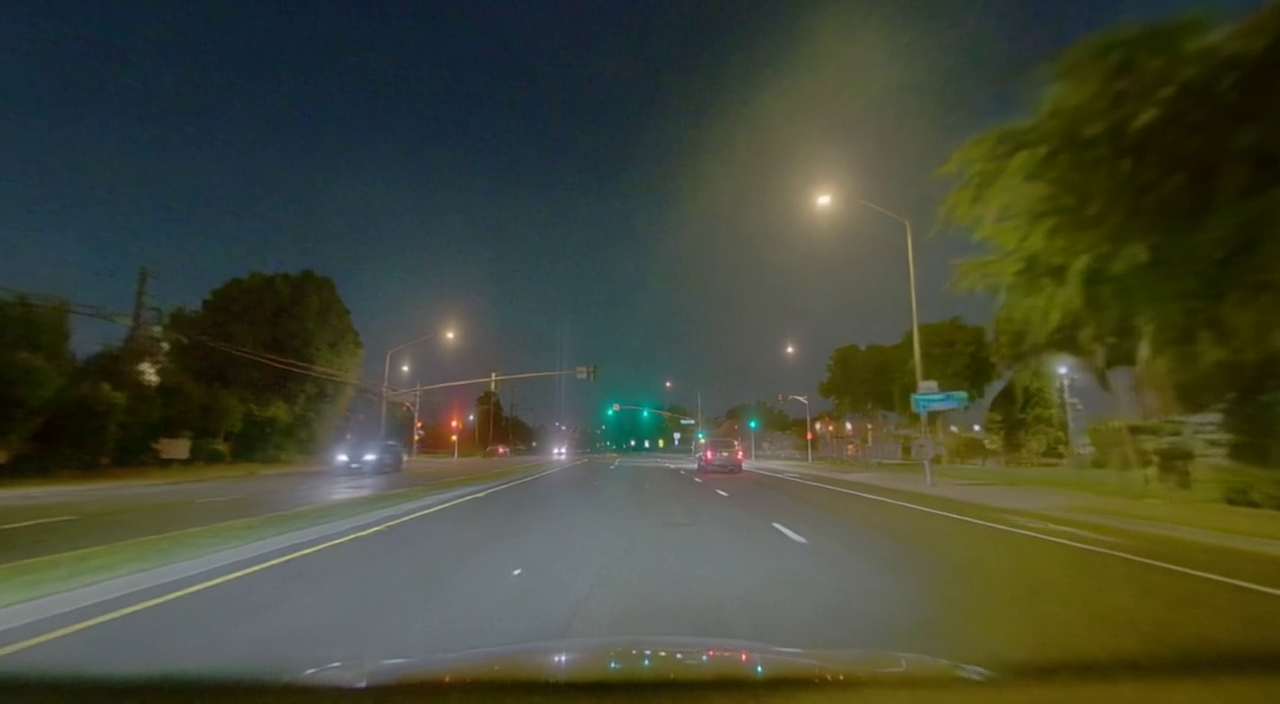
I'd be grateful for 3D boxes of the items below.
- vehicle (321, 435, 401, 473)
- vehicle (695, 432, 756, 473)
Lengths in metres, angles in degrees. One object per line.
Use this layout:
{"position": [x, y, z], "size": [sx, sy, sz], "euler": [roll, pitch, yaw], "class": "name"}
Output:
{"position": [-13.349, 4.896, 30.488], "size": [1.925, 1.670, 4.371], "euler": [0, -8, -1], "class": "vehicle"}
{"position": [3.967, 4.774, 30.094], "size": [2.240, 1.781, 4.433], "euler": [0, -8, -1], "class": "vehicle"}
